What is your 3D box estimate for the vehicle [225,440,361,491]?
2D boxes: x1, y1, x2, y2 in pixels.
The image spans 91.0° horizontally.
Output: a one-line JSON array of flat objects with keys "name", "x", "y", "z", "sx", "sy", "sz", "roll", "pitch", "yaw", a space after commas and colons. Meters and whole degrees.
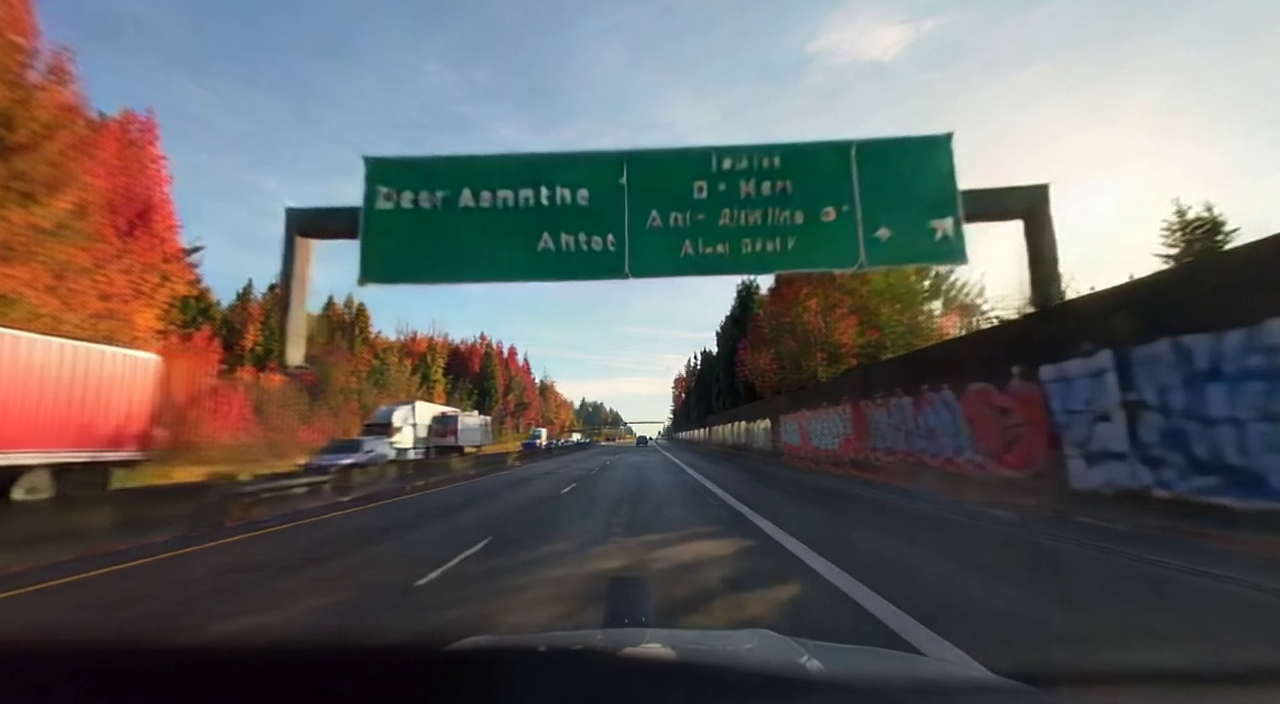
[{"name": "vehicle", "x": -10.675, "y": 3.487, "z": 19.786, "sx": 1.857, "sy": 1.432, "sz": 4.189, "roll": 0, "pitch": -8, "yaw": 1}]

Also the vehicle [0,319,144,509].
[{"name": "vehicle", "x": -15.377, "y": 0.880, "z": 10.384, "sx": 2.927, "sy": 4.085, "sz": 13.949, "roll": 0, "pitch": -8, "yaw": 0}]

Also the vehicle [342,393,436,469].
[{"name": "vehicle", "x": -14.841, "y": 4.777, "z": 37.721, "sx": 3.033, "sy": 4.136, "sz": 5.972, "roll": 0, "pitch": -8, "yaw": 0}]
